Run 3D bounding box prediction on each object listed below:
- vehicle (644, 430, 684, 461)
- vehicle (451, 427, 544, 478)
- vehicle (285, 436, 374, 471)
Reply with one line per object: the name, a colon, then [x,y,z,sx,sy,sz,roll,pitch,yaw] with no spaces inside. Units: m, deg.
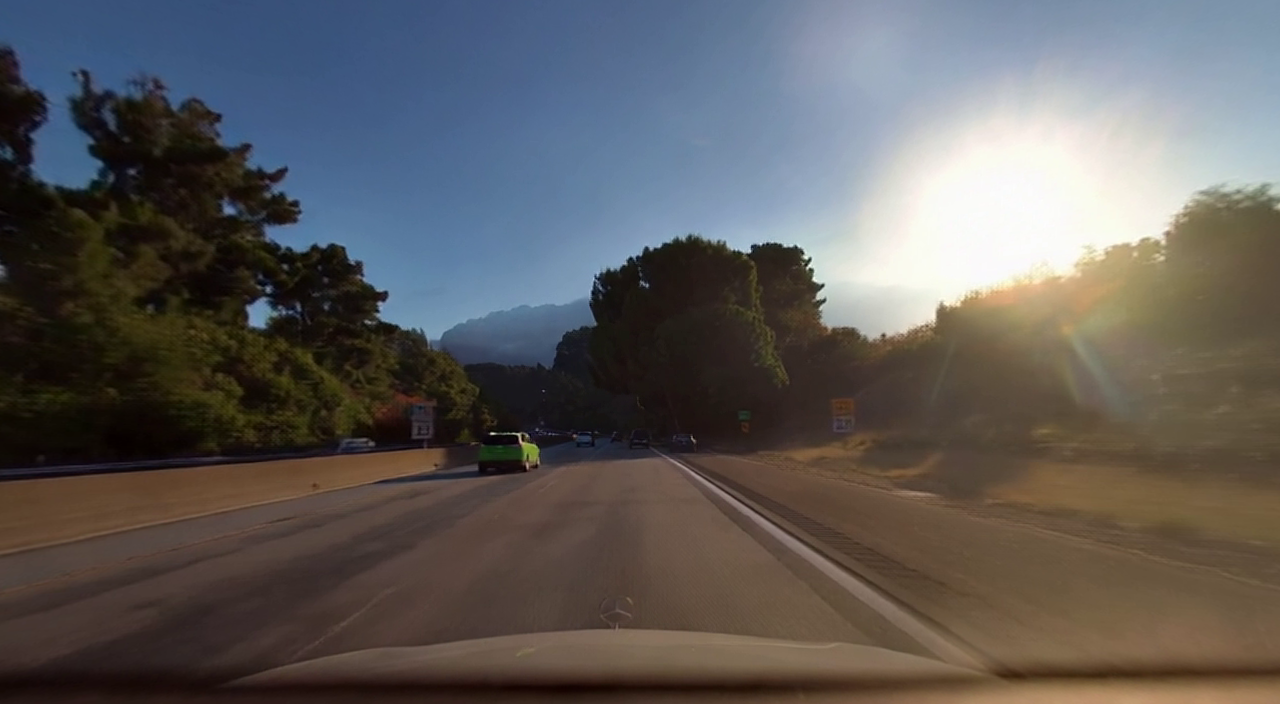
vehicle: [1.164,4.683,31.651,1.869,1.466,3.356,0,-8,1]
vehicle: [-4.619,3.311,21.197,2.023,1.512,4.804,0,-8,0]
vehicle: [-14.091,4.597,28.919,1.891,1.470,4.480,0,-8,-1]
